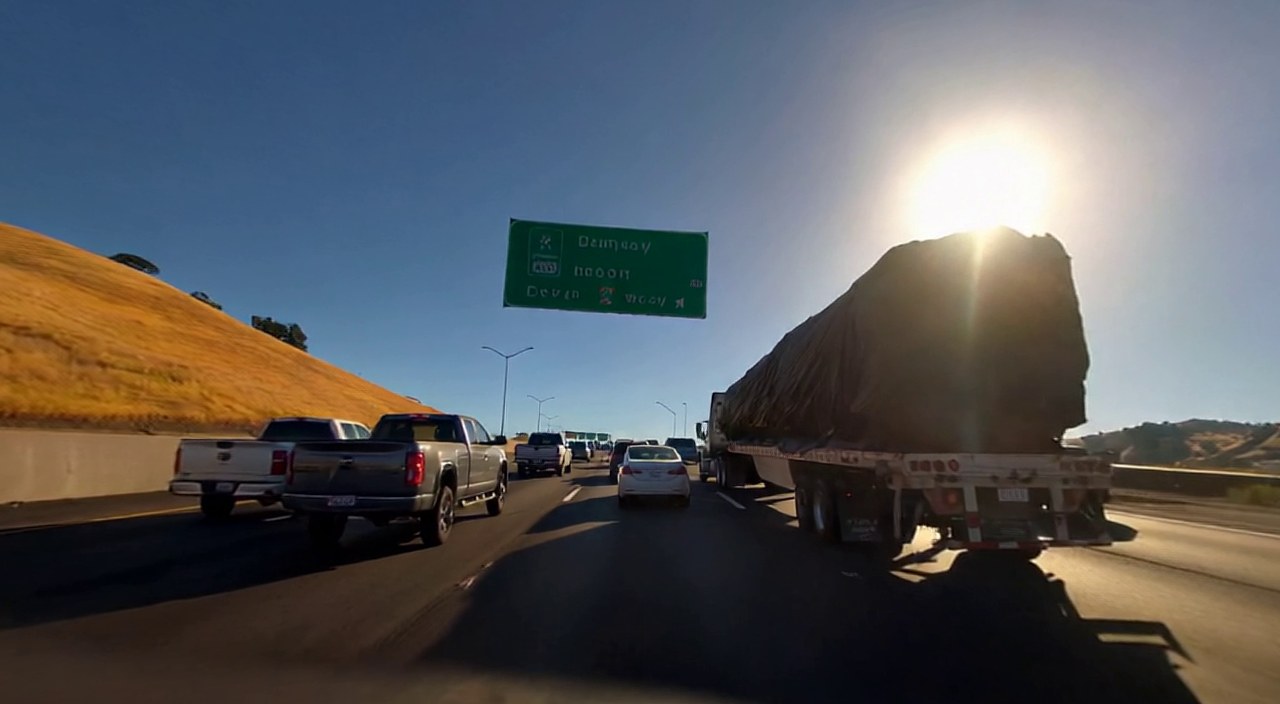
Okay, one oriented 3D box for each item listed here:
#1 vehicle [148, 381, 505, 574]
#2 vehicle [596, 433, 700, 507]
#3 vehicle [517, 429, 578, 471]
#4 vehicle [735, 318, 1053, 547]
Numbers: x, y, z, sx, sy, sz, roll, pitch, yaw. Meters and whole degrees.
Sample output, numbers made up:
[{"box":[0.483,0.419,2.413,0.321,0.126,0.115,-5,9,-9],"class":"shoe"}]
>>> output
[{"box":[-3.674,1.622,8.982,2.318,1.902,5.374,0,-8,0],"class":"vehicle"},{"box":[0.093,2.673,14.767,2.105,1.471,3.978,0,-8,-2],"class":"vehicle"},{"box":[-4.326,4.678,30.402,2.348,1.821,5.061,0,-8,-2],"class":"vehicle"},{"box":[3.401,1.290,10.159,2.790,2.718,5.253,0,-8,-1],"class":"vehicle"}]
